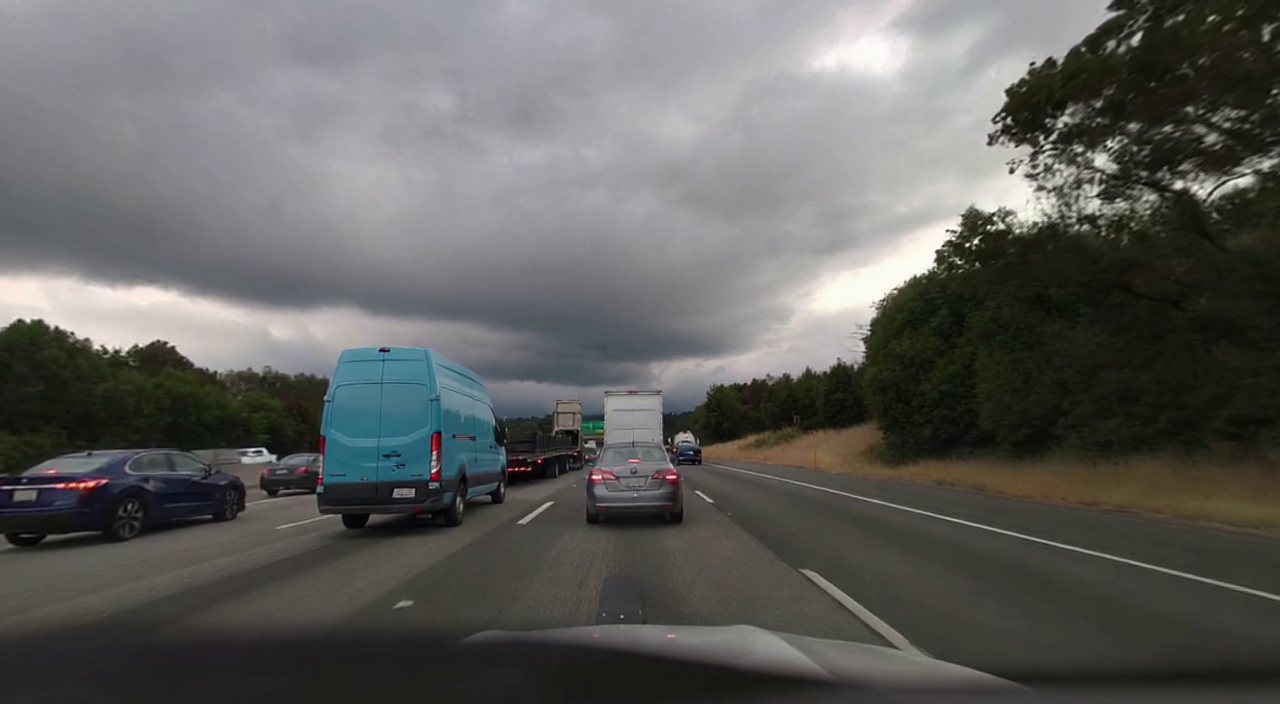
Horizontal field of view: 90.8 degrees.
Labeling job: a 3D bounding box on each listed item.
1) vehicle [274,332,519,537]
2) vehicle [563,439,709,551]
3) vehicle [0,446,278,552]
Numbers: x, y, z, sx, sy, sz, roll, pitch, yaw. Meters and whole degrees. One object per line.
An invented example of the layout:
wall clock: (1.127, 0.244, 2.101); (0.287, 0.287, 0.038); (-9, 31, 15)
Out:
vehicle: (-4.060, 1.647, 12.297); (2.254, 2.879, 6.656); (0, -9, -2)
vehicle: (-0.087, 2.213, 10.350); (1.995, 1.495, 3.380); (0, -9, -1)
vehicle: (-8.837, 2.475, 11.377); (1.899, 1.503, 4.466); (-1, -9, 1)
